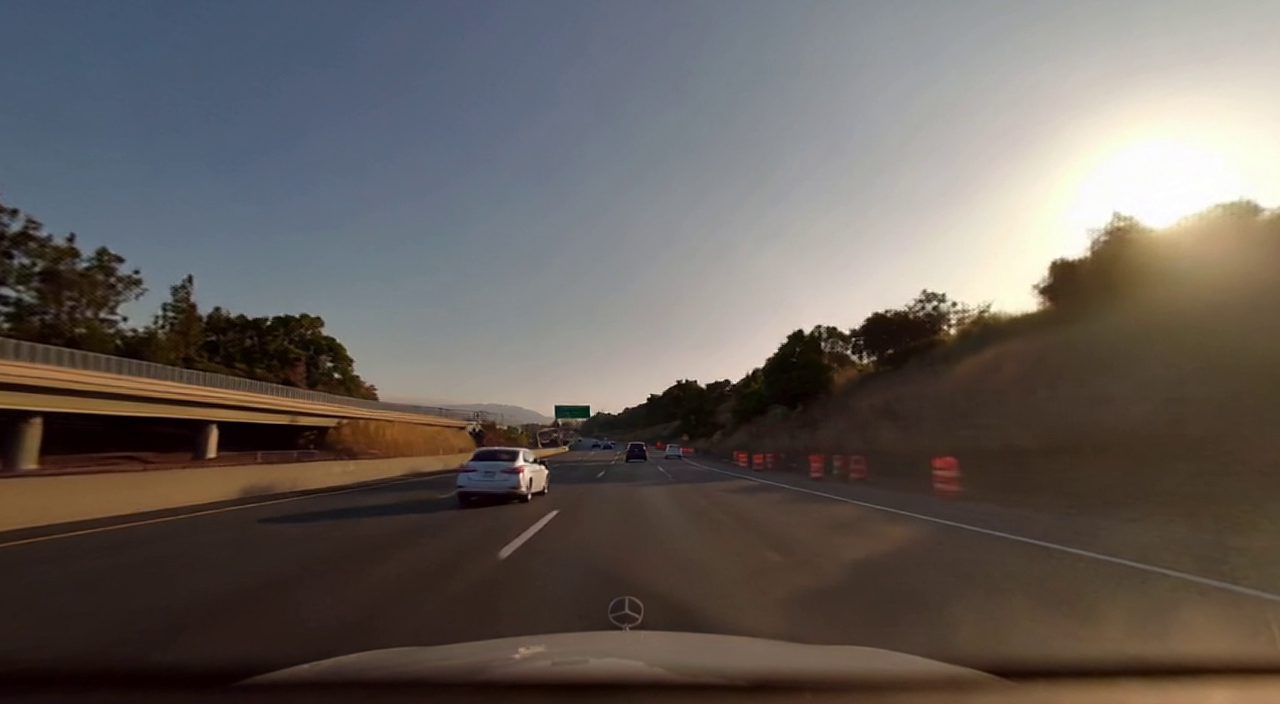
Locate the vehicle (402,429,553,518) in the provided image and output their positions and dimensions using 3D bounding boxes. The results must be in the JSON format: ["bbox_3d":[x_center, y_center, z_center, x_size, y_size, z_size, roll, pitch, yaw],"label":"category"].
[{"bbox_3d":[-3.422,2.652,14.366,2.114,1.650,4.730,0,-8,1],"label":"vehicle"}]

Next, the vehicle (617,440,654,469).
[{"bbox_3d":[-0.328,6.862,42.275,2.328,1.805,4.502,0,-8,-2],"label":"vehicle"}]
